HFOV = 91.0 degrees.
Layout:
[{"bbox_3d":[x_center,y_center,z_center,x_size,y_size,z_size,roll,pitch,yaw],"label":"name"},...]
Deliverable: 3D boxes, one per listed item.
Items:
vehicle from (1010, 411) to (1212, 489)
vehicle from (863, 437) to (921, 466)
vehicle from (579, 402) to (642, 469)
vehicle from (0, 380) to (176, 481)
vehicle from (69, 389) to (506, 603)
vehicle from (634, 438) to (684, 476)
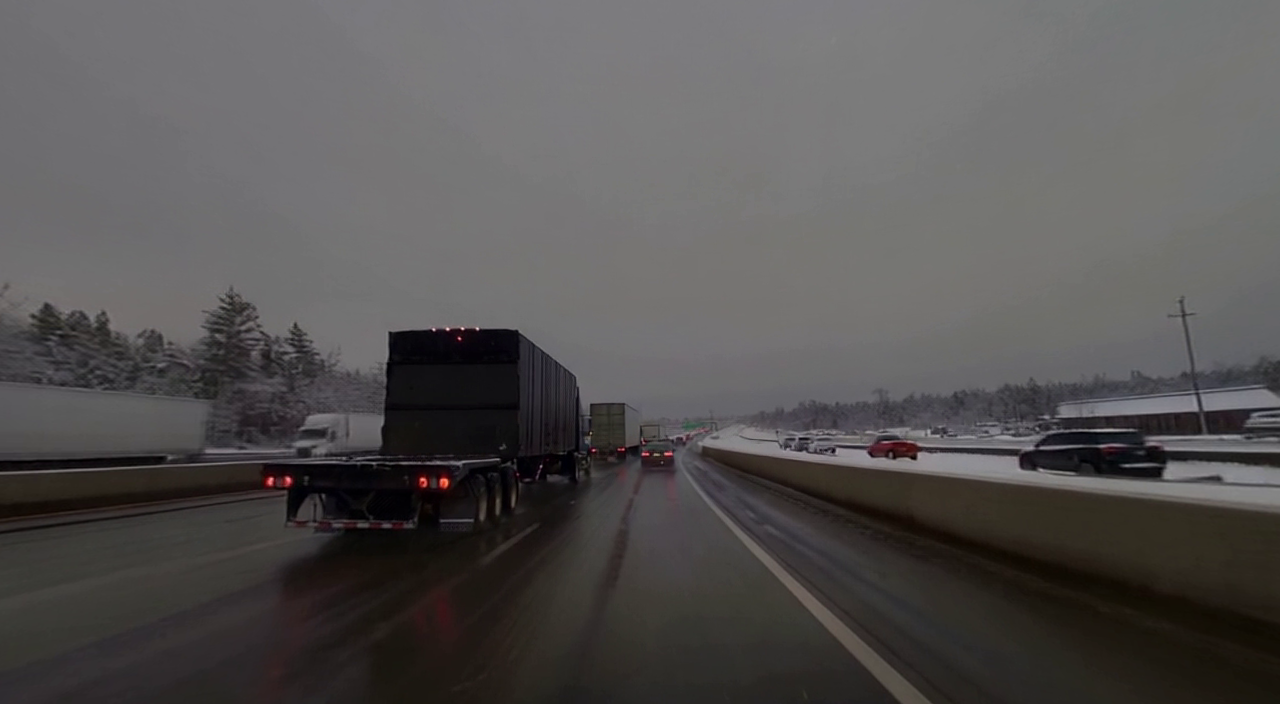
[{"bbox_3d":[14.392,3.072,19.880,2.186,2.074,5.586,-1,-9,2],"label":"vehicle"},{"bbox_3d":[15.373,6.089,38.696,2.022,1.675,4.792,-1,-9,5],"label":"vehicle"},{"bbox_3d":[-1.746,5.606,41.892,3.073,3.894,9.782,-1,-9,4],"label":"vehicle"},{"bbox_3d":[-26.274,3.190,25.339,2.898,3.867,15.220,-1,-9,4],"label":"vehicle"},{"bbox_3d":[-3.345,1.457,7.105,2.896,1.779,3.441,0,-8,0],"label":"vehicle"},{"bbox_3d":[0.922,4.886,29.514,2.178,1.640,4.071,-1,-9,3],"label":"vehicle"}]
